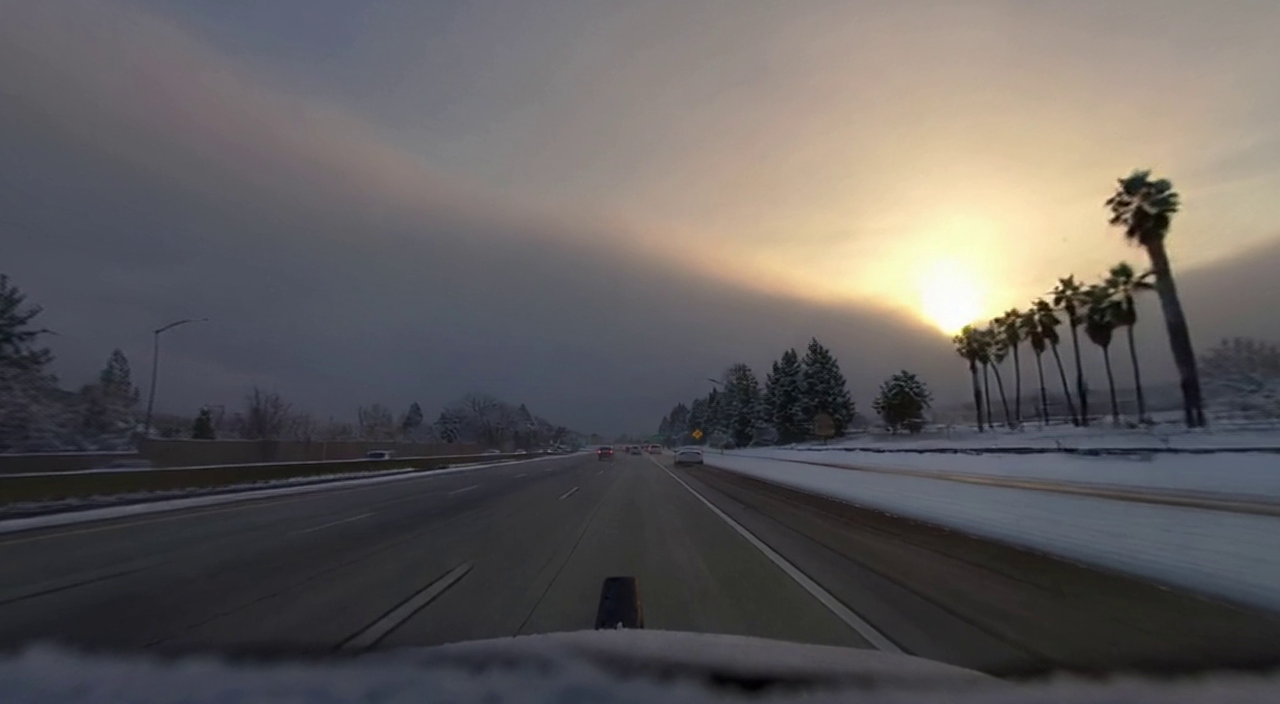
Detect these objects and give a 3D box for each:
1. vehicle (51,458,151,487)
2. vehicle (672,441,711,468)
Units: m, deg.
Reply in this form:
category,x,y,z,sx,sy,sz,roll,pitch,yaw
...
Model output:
category,x,y,z,sx,sy,sz,roll,pitch,yaw
vehicle,-38.232,8.538,45.062,2.077,1.826,5.724,0,-9,0
vehicle,3.409,6.916,42.746,2.130,1.677,4.317,0,-9,-1
